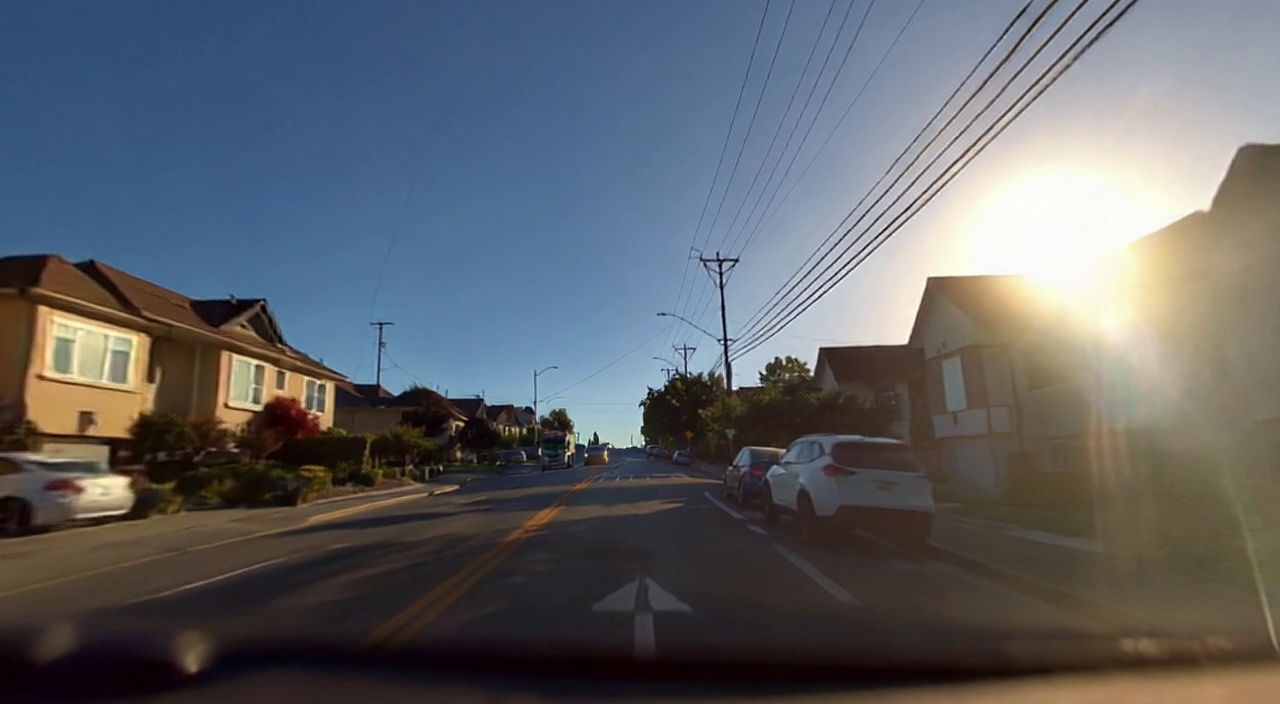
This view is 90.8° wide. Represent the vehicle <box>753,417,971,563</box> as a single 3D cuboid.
[{"bbox_3d":[3.107,2.001,9.851,1.945,1.792,3.903,0,-9,0],"label":"vehicle"}]

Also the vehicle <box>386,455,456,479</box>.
[{"bbox_3d":[-15.254,8.003,44.127,4.204,1.626,1.874,1,-9,-5],"label":"vehicle"}]

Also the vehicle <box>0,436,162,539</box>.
[{"bbox_3d":[-11.747,2.391,11.460,4.480,1.665,1.930,0,-9,-1],"label":"vehicle"}]
